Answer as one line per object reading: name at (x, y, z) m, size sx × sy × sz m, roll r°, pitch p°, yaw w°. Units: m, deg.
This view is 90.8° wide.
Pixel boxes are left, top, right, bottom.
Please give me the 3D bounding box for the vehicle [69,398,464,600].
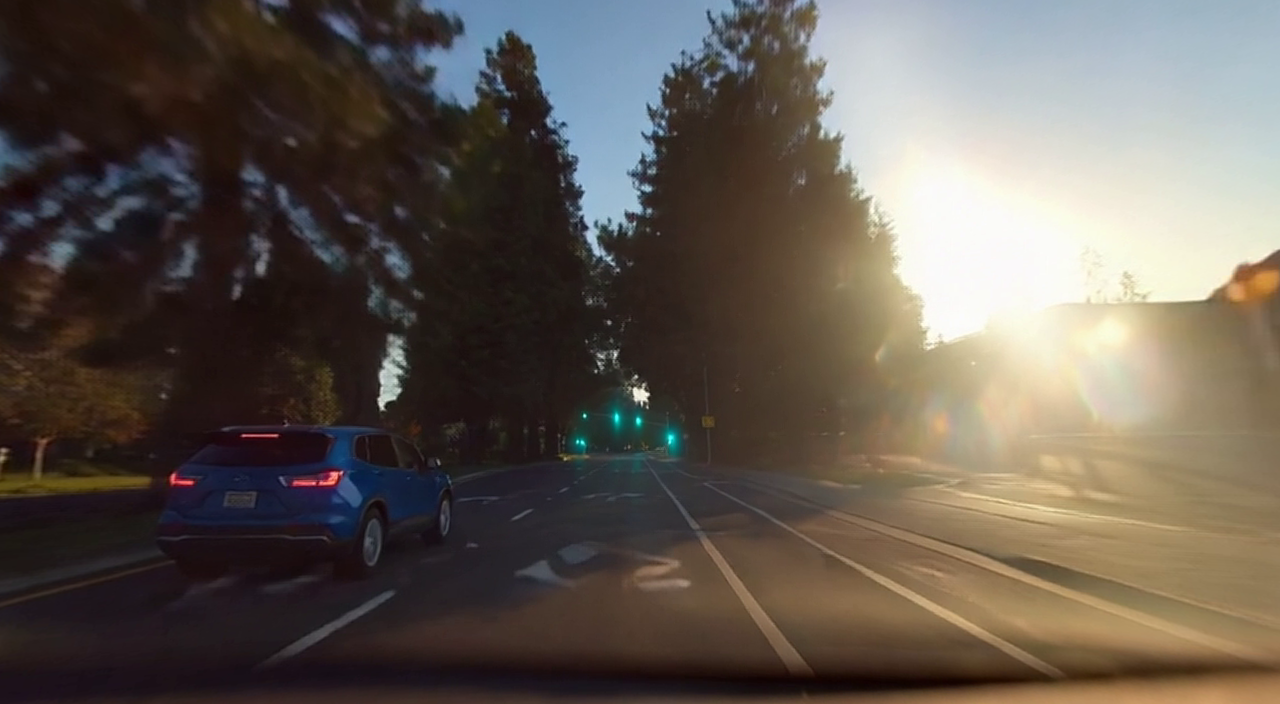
vehicle at (-3.860, 1.623, 7.748) m, size 2.121 × 1.724 × 4.392 m, roll 1°, pitch -9°, yaw 0°
